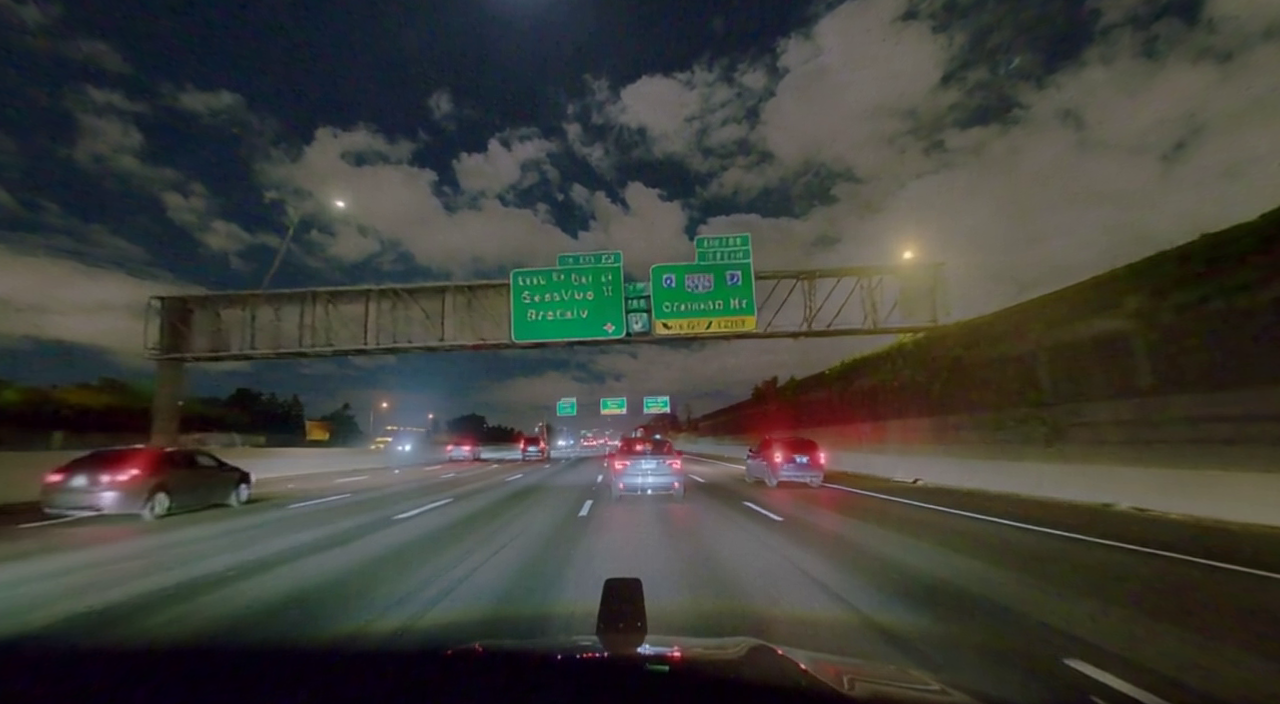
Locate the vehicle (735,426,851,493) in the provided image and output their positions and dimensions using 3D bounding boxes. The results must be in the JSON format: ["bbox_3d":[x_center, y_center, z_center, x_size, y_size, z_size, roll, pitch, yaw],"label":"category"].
[{"bbox_3d":[4.331,3.119,18.640,2.100,1.707,4.342,0,-8,-3],"label":"vehicle"}]

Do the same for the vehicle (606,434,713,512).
[{"bbox_3d":[0.254,2.632,14.216,2.042,1.446,4.269,0,-8,-3],"label":"vehicle"}]

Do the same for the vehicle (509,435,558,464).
[{"bbox_3d":[-7.490,6.918,44.977,2.486,1.856,6.310,0,-8,-1],"label":"vehicle"}]

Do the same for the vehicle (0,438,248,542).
[{"bbox_3d":[-9.950,2.427,11.877,2.019,1.510,4.992,0,-8,-1],"label":"vehicle"}]
